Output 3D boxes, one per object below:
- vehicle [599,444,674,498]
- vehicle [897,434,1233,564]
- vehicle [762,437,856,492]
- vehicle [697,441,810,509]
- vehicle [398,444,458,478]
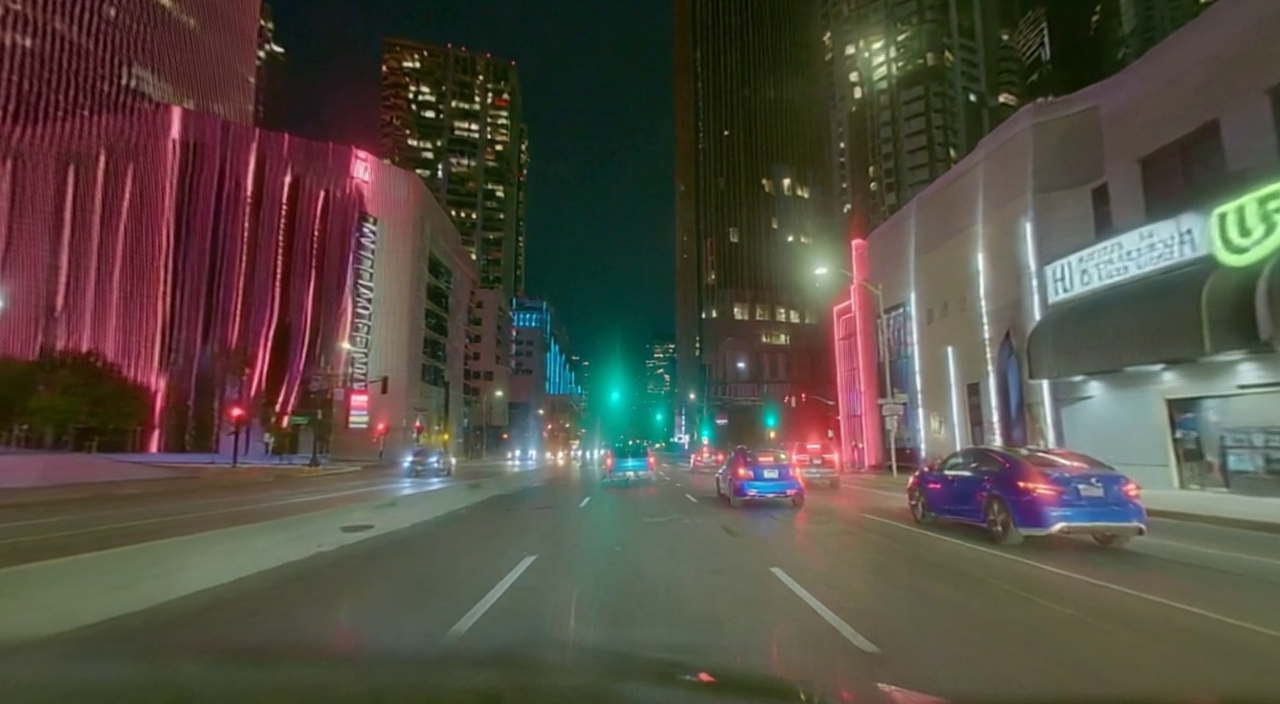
[{"bbox_3d":[-0.155,3.669,19.926,2.096,1.457,4.160,-1,-9,-1],"label":"vehicle"},{"bbox_3d":[6.016,2.096,9.874,1.914,1.484,4.639,-1,-9,-2],"label":"vehicle"},{"bbox_3d":[6.008,4.048,23.104,2.015,1.745,4.444,-1,-9,-2],"label":"vehicle"},{"bbox_3d":[2.758,3.104,16.489,1.987,1.484,4.427,-1,-9,-2],"label":"vehicle"},{"bbox_3d":[-12.252,6.308,36.887,1.861,1.780,4.814,-1,-9,0],"label":"vehicle"}]
